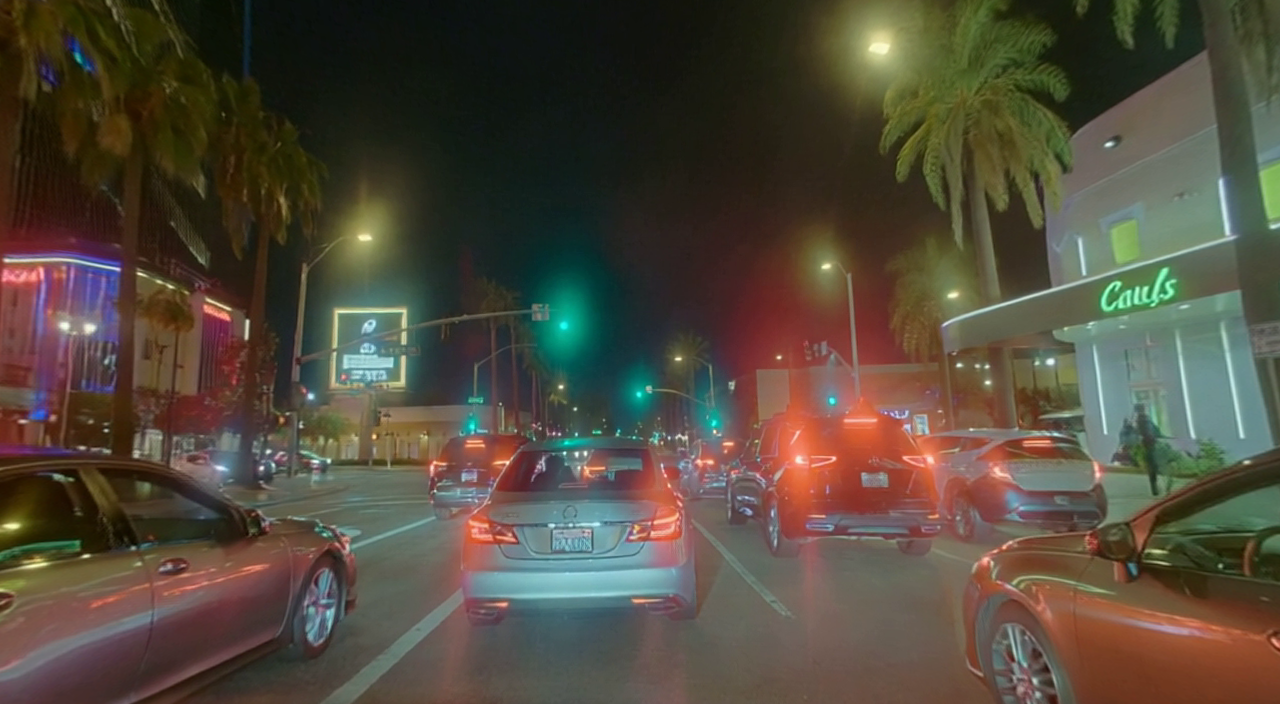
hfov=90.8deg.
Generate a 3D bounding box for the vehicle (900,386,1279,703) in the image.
[{"bbox_3d":[2.626,0.812,1.479,2.085,1.469,4.458,0,-9,-1],"label":"vehicle"}]

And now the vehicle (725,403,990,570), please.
[{"bbox_3d":[2.637,1.772,9.067,2.096,1.775,4.440,0,-9,-2],"label":"vehicle"}]

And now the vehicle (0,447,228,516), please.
[{"bbox_3d":[-12.849,3.137,15.920,1.870,1.475,4.531,0,-9,0],"label":"vehicle"}]

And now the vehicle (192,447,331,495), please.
[{"bbox_3d":[-12.853,4.025,21.878,1.856,1.455,4.700,0,-9,0],"label":"vehicle"}]

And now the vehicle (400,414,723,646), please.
[{"bbox_3d":[-0.517,1.467,6.222,2.096,1.492,4.071,0,-9,0],"label":"vehicle"}]
